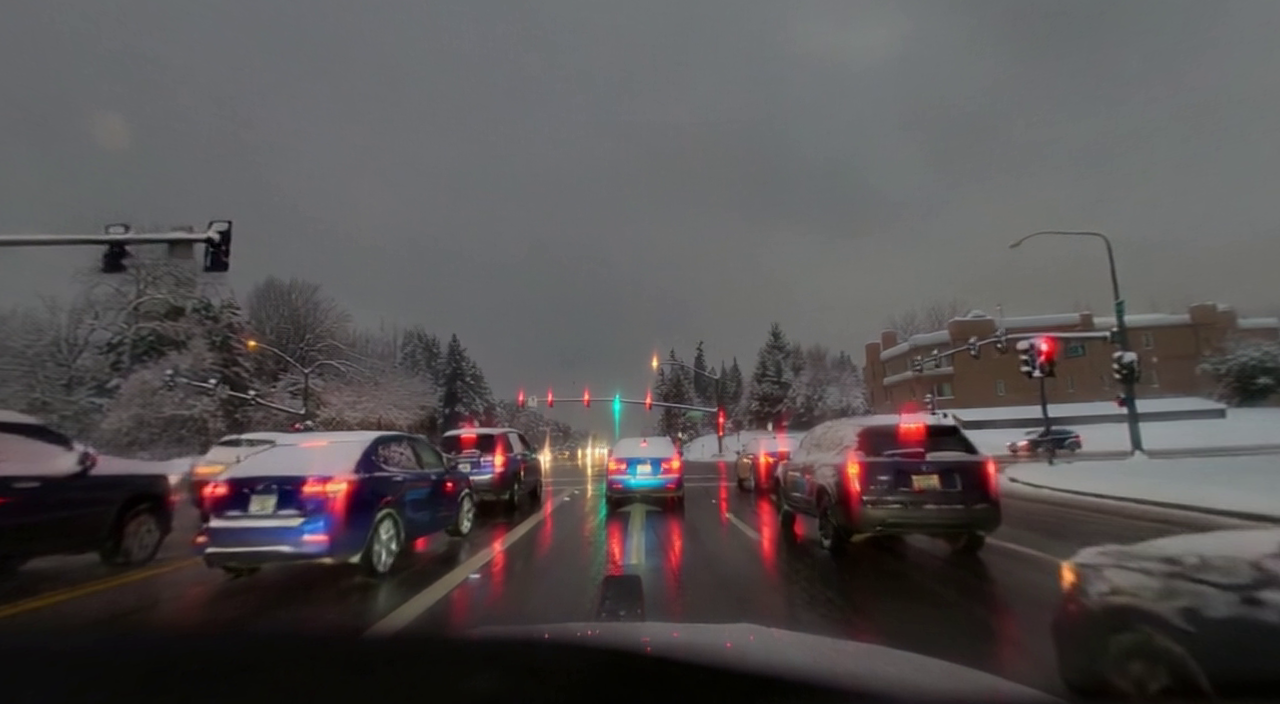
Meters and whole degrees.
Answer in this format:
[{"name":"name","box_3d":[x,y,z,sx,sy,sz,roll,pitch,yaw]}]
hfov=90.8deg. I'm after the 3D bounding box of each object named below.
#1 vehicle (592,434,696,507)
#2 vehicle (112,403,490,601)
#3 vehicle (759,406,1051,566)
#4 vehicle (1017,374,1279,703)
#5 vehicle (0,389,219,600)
[{"name":"vehicle","box_3d":[0.033,2.740,15.040,2.114,1.482,4.056,0,-9,-1]},{"name":"vehicle","box_3d":[-3.389,1.603,7.613,2.034,1.655,4.465,0,-9,0]},{"name":"vehicle","box_3d":[3.247,1.761,8.972,2.178,1.691,4.314,0,-9,-1]},{"name":"vehicle","box_3d":[2.781,0.636,0.646,2.002,1.474,4.528,0,-9,0]},{"name":"vehicle","box_3d":[-6.618,1.303,5.912,2.116,1.812,4.609,0,-9,0]}]
